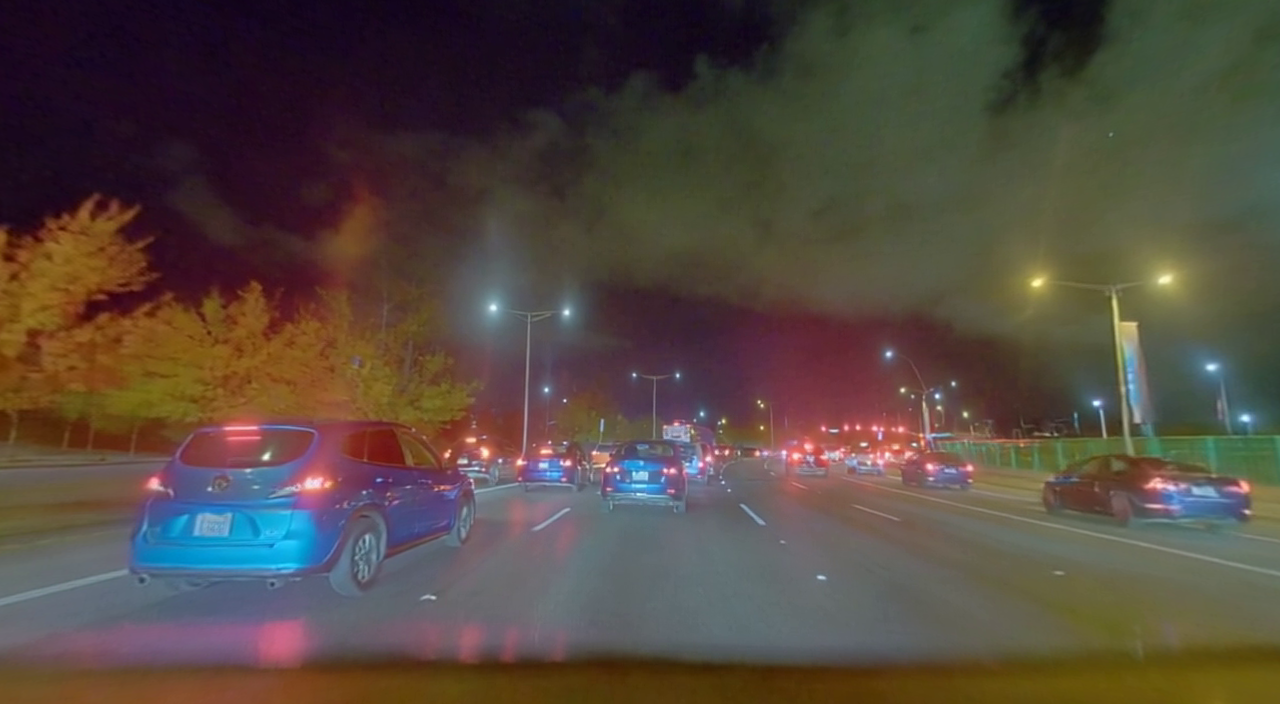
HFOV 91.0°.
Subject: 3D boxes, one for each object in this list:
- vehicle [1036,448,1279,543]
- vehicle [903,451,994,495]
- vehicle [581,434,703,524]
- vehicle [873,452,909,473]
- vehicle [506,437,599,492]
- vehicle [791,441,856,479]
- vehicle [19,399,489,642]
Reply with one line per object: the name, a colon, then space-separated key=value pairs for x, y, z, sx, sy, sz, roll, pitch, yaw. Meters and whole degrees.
vehicle: x=10.497 y=2.795 z=13.015 sx=1.934 sy=1.585 sz=4.397 roll=0 pitch=-9 yaw=3
vehicle: x=11.598 y=4.541 z=23.945 sx=1.749 sy=1.481 sz=3.808 roll=0 pitch=-9 yaw=4
vehicle: x=0.193 y=2.507 z=13.012 sx=2.090 sy=1.506 sz=4.276 roll=0 pitch=-9 yaw=4
vehicle: x=19.531 y=8.605 z=49.190 sx=1.828 sy=1.479 sz=4.391 roll=-1 pitch=-9 yaw=12
vehicle: x=-2.664 y=3.591 z=20.457 sx=1.974 sy=1.549 sz=4.603 roll=0 pitch=-9 yaw=5
vehicle: x=8.035 y=4.757 z=28.026 sx=1.944 sy=1.544 sz=4.301 roll=0 pitch=-9 yaw=5
vehicle: x=-3.200 y=1.470 z=6.540 sx=1.988 sy=1.635 sz=4.260 roll=0 pitch=-9 yaw=3
